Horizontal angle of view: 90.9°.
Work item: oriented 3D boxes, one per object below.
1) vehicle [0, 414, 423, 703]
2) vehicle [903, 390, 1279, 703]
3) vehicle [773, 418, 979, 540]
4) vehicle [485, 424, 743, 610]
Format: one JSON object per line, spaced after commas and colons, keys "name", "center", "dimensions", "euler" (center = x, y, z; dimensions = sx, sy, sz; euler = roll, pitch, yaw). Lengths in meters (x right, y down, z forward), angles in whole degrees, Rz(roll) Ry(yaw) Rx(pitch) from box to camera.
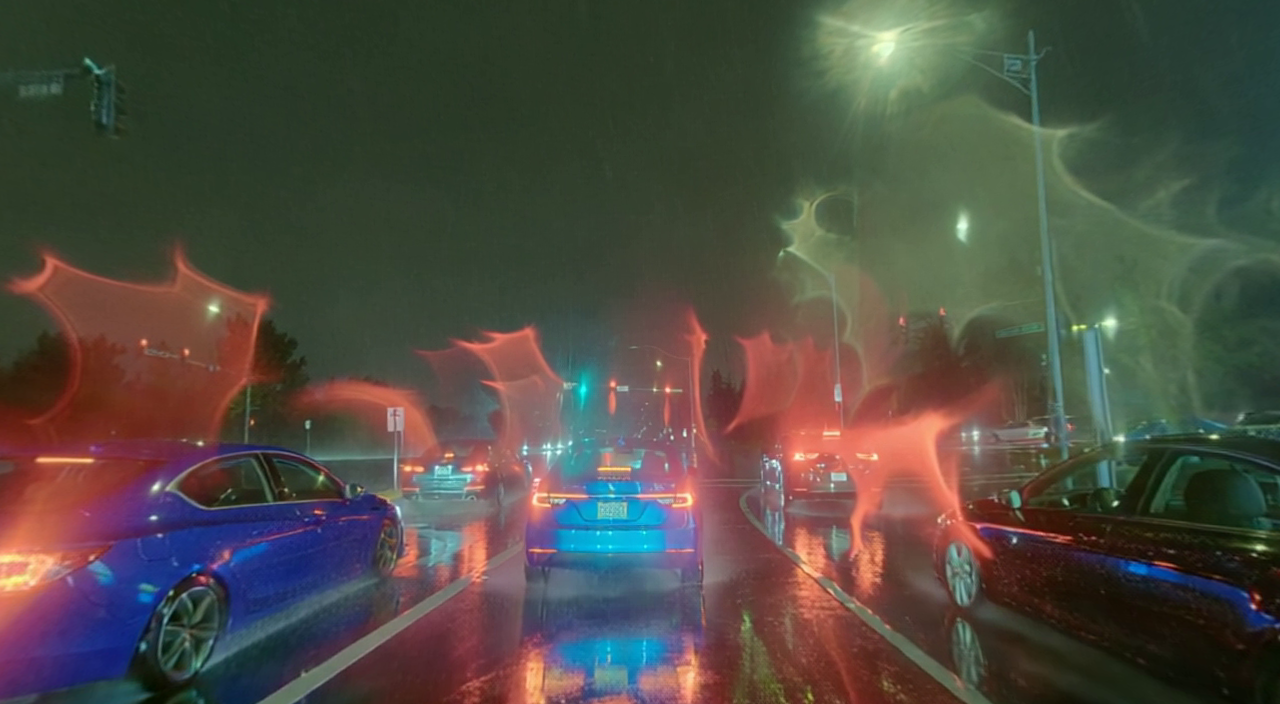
{"name": "vehicle", "center": [-3.407, 1.299, 4.717], "dimensions": [1.980, 1.454, 4.226], "euler": [0, -8, 1]}
{"name": "vehicle", "center": [3.413, 1.075, 3.572], "dimensions": [1.981, 1.499, 4.536], "euler": [0, -8, 2]}
{"name": "vehicle", "center": [3.763, 2.100, 11.015], "dimensions": [2.007, 1.683, 4.171], "euler": [0, -8, 1]}
{"name": "vehicle", "center": [-0.197, 1.625, 7.122], "dimensions": [2.059, 1.477, 3.988], "euler": [0, -8, 0]}
